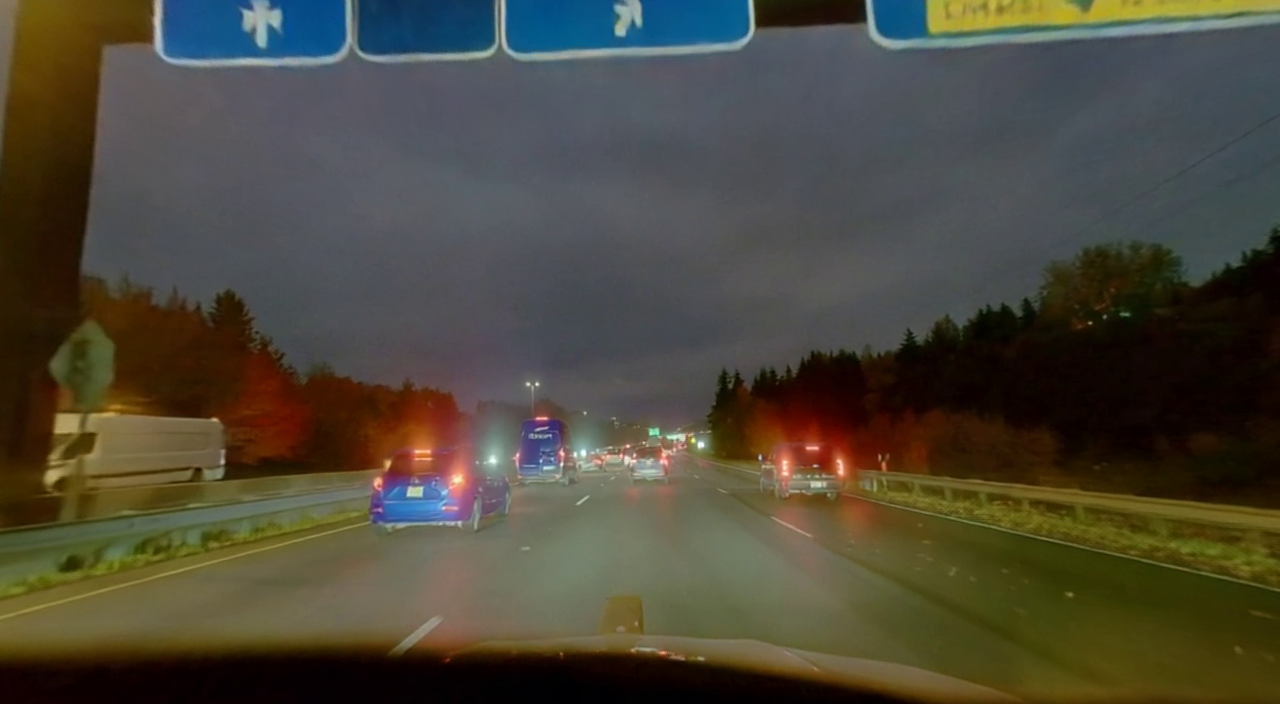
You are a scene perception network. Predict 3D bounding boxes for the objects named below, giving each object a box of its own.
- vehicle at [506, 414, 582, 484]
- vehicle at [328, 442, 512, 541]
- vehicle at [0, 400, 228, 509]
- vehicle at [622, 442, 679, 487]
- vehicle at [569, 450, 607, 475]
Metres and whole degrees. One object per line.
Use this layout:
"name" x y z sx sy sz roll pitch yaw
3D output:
"vehicle" -3.990 4.222 27.279 2.275 2.692 5.810 0 -9 1
"vehicle" -3.790 2.459 11.671 1.977 1.485 3.973 0 -9 0
"vehicle" -22.171 4.260 26.389 2.958 3.709 9.339 -1 -9 2
"vehicle" 0.421 4.626 26.023 2.195 1.679 4.070 0 -9 0
"vehicle" -3.292 7.089 40.602 2.015 1.496 4.312 0 -9 1
